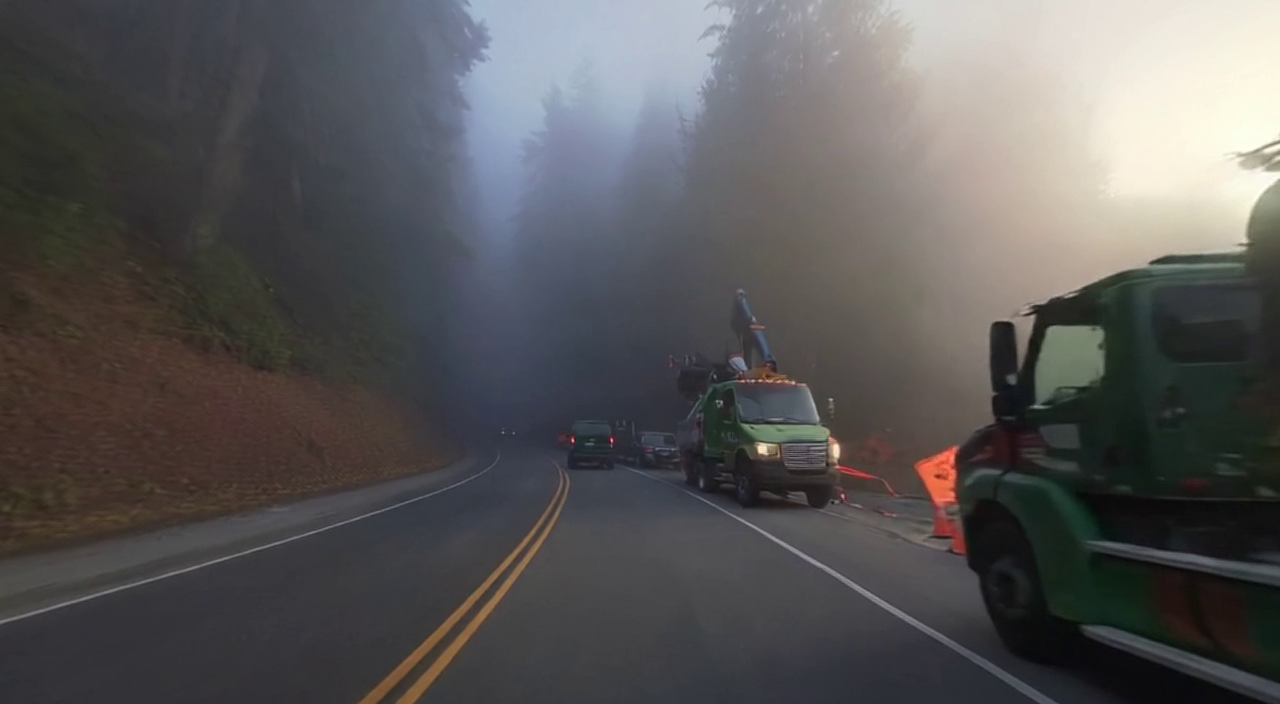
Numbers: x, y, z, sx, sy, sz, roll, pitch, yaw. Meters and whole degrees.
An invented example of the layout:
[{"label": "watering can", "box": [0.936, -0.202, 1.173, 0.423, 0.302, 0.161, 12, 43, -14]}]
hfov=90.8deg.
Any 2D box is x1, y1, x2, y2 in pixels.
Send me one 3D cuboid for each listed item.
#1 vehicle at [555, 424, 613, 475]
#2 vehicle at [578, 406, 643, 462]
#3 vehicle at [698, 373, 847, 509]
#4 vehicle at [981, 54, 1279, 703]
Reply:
[{"label": "vehicle", "box": [-2.787, 4.676, 30.313, 2.362, 2.223, 4.892, 1, -9, -9]}, {"label": "vehicle", "box": [-2.538, 6.547, 49.685, 2.967, 3.874, 10.436, 2, -9, -14]}, {"label": "vehicle", "box": [3.201, 2.315, 16.419, 2.703, 3.066, 4.047, 1, -9, -4]}, {"label": "vehicle", "box": [4.654, -0.035, 1.434, 3.126, 3.310, 8.534, 0, -9, 2]}]
